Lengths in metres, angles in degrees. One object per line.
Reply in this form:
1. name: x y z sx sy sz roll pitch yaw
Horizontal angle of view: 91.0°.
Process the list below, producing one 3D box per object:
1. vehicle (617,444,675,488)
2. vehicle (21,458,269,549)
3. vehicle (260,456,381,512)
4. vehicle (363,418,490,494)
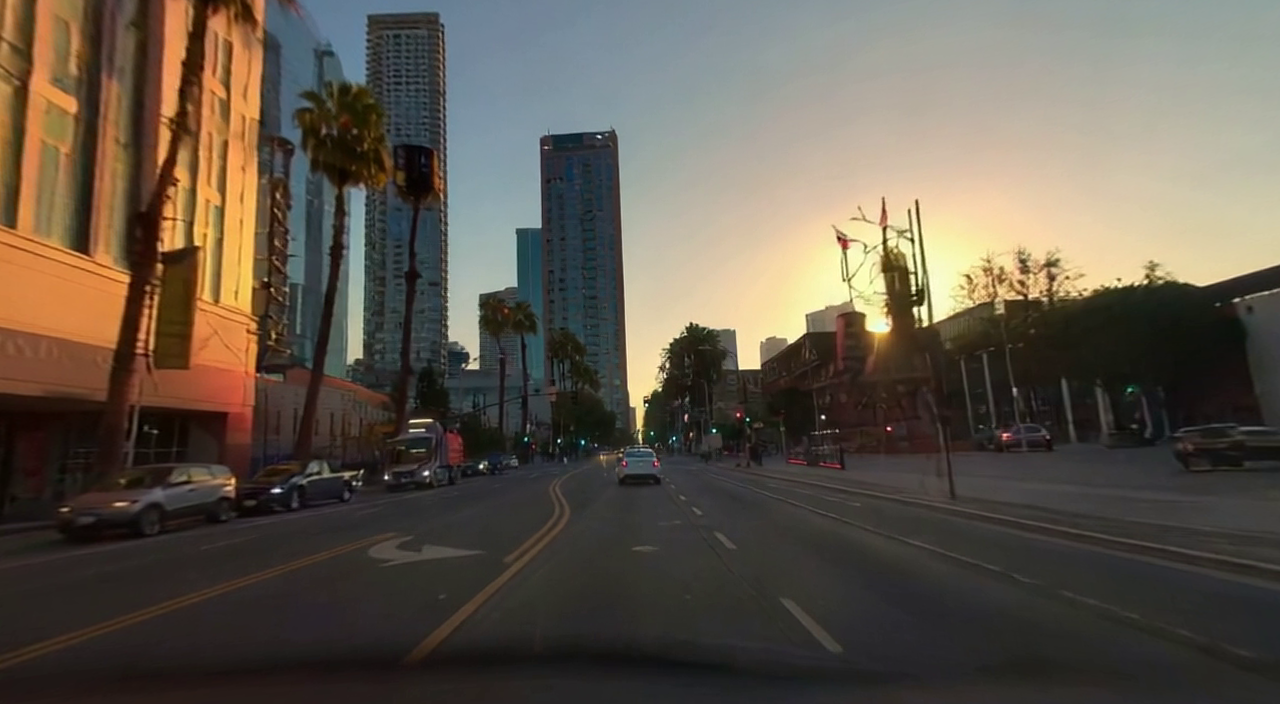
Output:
1. vehicle: 0.251 4.612 25.733 2.145 1.632 3.972 0 -9 1
2. vehicle: -12.146 3.689 16.052 2.308 1.839 4.793 0 -9 2
3. vehicle: -11.969 4.937 24.060 1.981 1.803 4.835 0 -9 1
4. vehicle: -11.982 6.010 37.089 3.058 3.443 12.503 -5 -8 0
